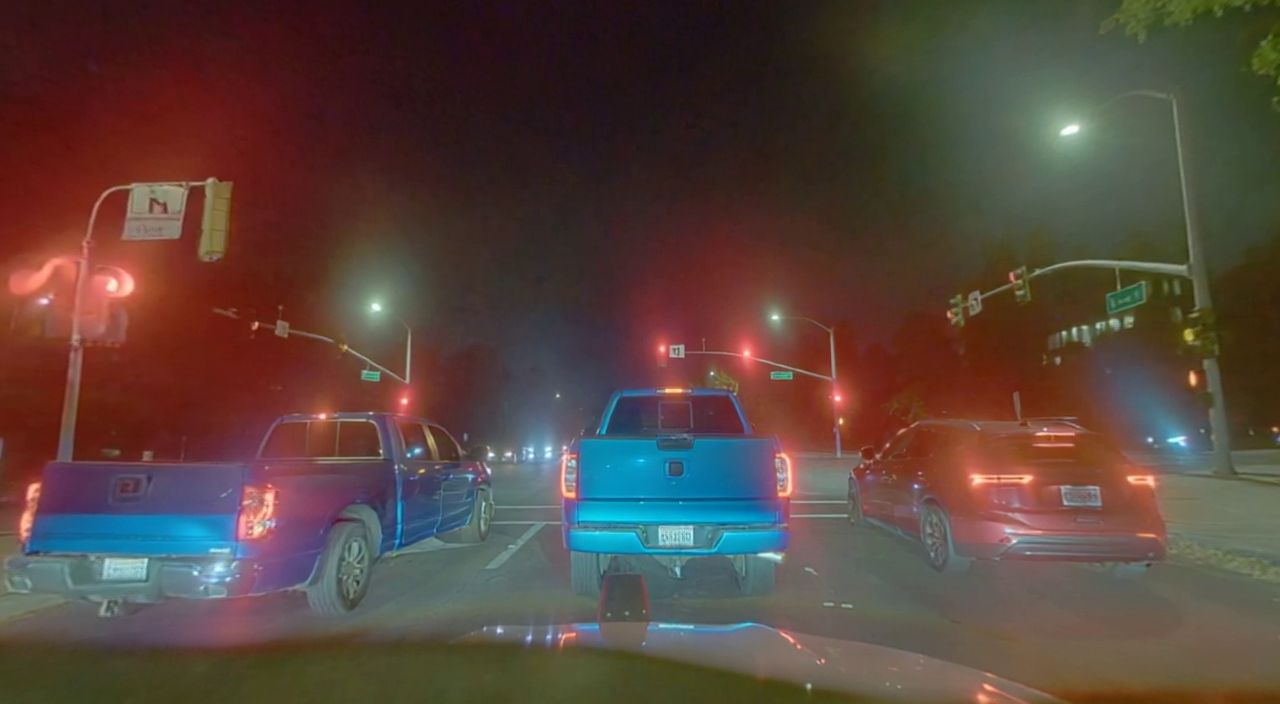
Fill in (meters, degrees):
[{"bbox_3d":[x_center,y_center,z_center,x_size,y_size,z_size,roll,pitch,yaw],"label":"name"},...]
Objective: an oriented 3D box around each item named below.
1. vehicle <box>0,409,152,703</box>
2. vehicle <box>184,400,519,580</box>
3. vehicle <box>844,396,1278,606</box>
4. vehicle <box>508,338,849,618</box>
[{"bbox_3d":[-3.391,0.709,0.654,1.998,1.481,4.656,0,-8,1],"label":"vehicle"},{"bbox_3d":[-3.295,1.691,8.585,2.125,1.739,4.707,0,-8,3],"label":"vehicle"},{"bbox_3d":[4.045,1.499,7.187,1.984,1.659,4.226,0,-8,0],"label":"vehicle"},{"bbox_3d":[0.324,1.272,7.150,2.505,2.084,4.768,0,-8,1],"label":"vehicle"}]
